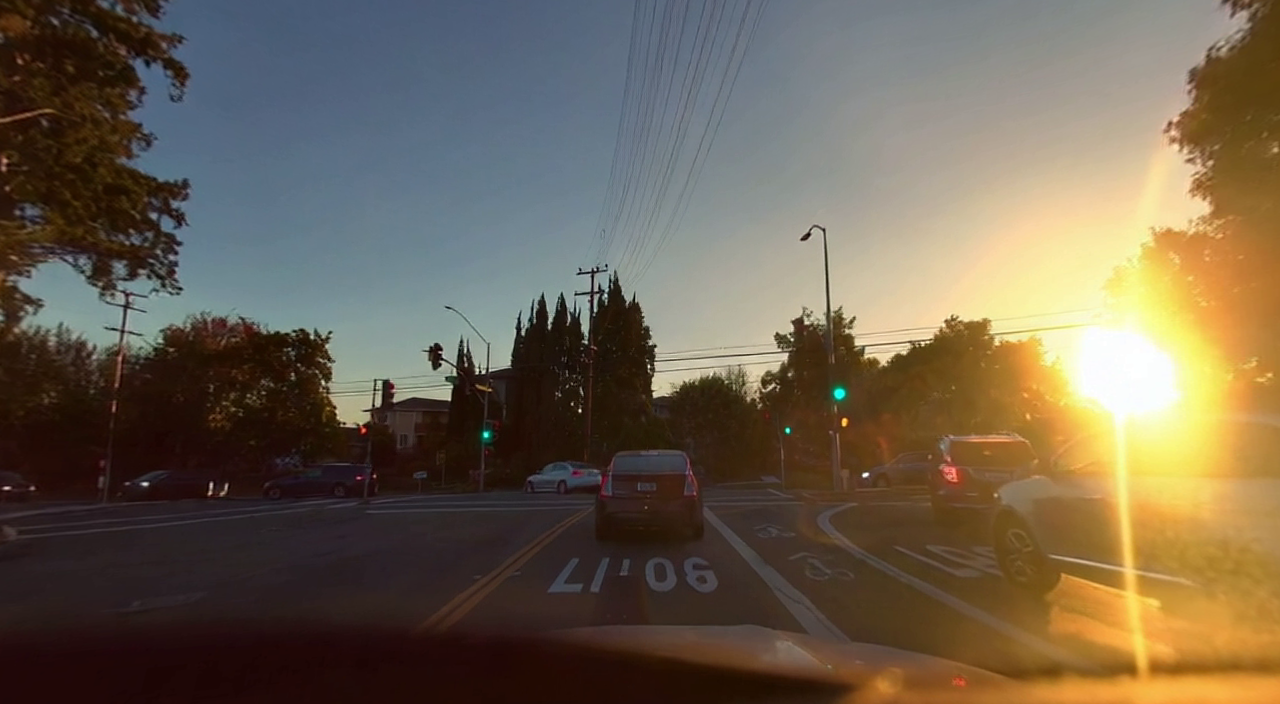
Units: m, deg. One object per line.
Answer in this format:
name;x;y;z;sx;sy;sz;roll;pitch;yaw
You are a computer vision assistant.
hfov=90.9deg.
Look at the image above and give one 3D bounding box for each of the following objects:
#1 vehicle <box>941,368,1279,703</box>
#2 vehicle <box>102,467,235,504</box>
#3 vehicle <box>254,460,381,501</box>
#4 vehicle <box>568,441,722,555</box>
vehicle;4.572;1.278;5.131;2.095;1.836;4.895;-1;-8;4
vehicle;-21.080;5.946;28.261;4.736;1.475;1.921;-2;-9;9
vehicle;-13.885;5.507;27.245;4.485;1.625;1.980;-2;-9;10
vehicle;0.105;2.313;10.824;2.078;1.506;4.512;0;-8;1
